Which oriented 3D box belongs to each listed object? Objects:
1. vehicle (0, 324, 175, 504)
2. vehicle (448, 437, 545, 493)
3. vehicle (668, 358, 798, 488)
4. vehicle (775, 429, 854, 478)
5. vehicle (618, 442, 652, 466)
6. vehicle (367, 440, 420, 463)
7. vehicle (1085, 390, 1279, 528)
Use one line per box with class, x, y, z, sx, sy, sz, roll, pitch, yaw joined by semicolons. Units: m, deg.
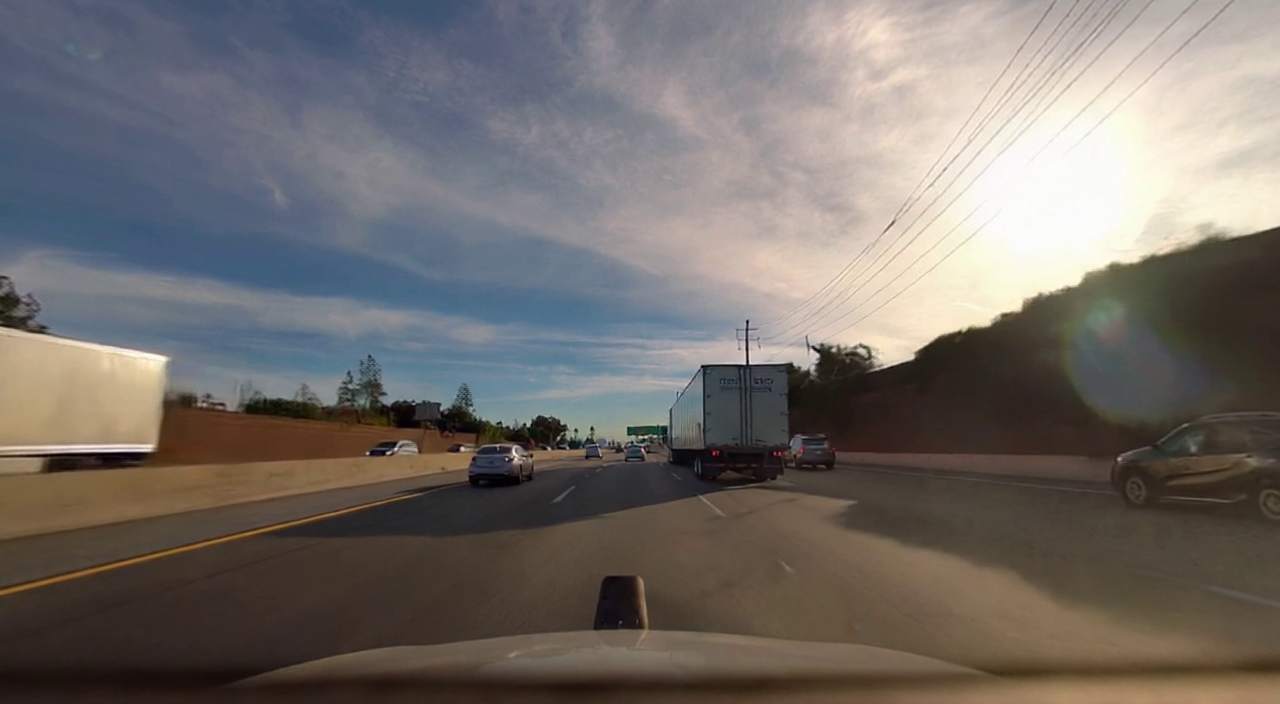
vehicle;-14.834;1.212;12.491;3.017;3.713;10.643;0;-8;0
vehicle;-4.188;3.345;18.997;1.968;1.507;3.829;0;-8;1
vehicle;3.309;3.386;28.070;2.907;4.109;16.177;0;-8;-2
vehicle;7.458;4.385;27.435;2.079;1.938;4.630;0;-8;0
vehicle;-0.284;6.484;40.203;2.047;1.485;3.938;0;-8;0
vehicle;-19.126;7.748;49.060;2.146;1.673;5.184;0;-8;-1
vehicle;11.187;1.826;10.907;2.420;2.141;5.994;0;-8;-2
